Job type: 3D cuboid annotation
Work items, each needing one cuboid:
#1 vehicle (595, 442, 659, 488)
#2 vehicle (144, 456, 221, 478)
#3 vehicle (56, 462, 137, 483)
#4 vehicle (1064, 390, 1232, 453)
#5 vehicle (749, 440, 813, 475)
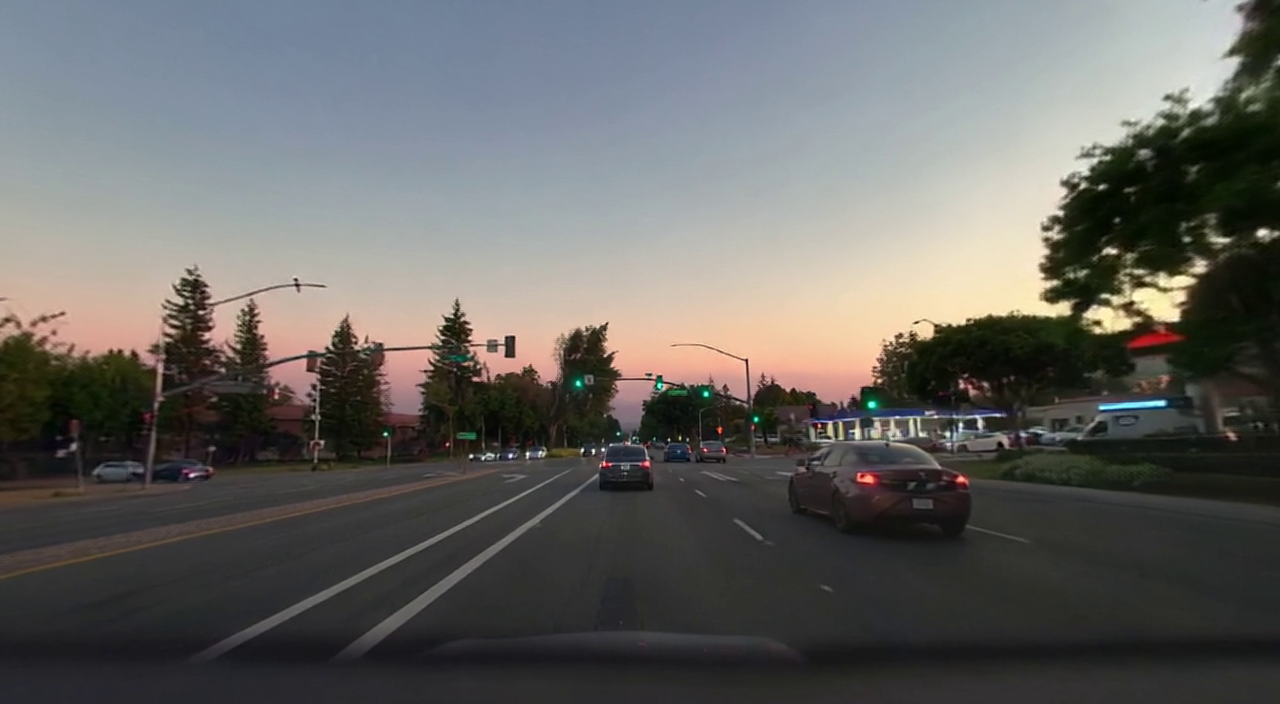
[{"bbox_3d":[-0.409,3.918,22.217,2.040,1.451,3.736,0,-9,0],"label":"vehicle"},{"bbox_3d":[-34.741,8.726,48.014,4.287,1.612,1.993,0,-9,2],"label":"vehicle"},{"bbox_3d":[-39.451,8.767,45.938,4.308,1.430,1.824,-1,-9,4],"label":"vehicle"},{"bbox_3d":[29.013,4.192,36.746,2.940,3.265,7.968,0,-9,-1],"label":"vehicle"},{"bbox_3d":[6.374,4.819,29.056,1.890,1.489,4.396,0,-9,-1],"label":"vehicle"}]
